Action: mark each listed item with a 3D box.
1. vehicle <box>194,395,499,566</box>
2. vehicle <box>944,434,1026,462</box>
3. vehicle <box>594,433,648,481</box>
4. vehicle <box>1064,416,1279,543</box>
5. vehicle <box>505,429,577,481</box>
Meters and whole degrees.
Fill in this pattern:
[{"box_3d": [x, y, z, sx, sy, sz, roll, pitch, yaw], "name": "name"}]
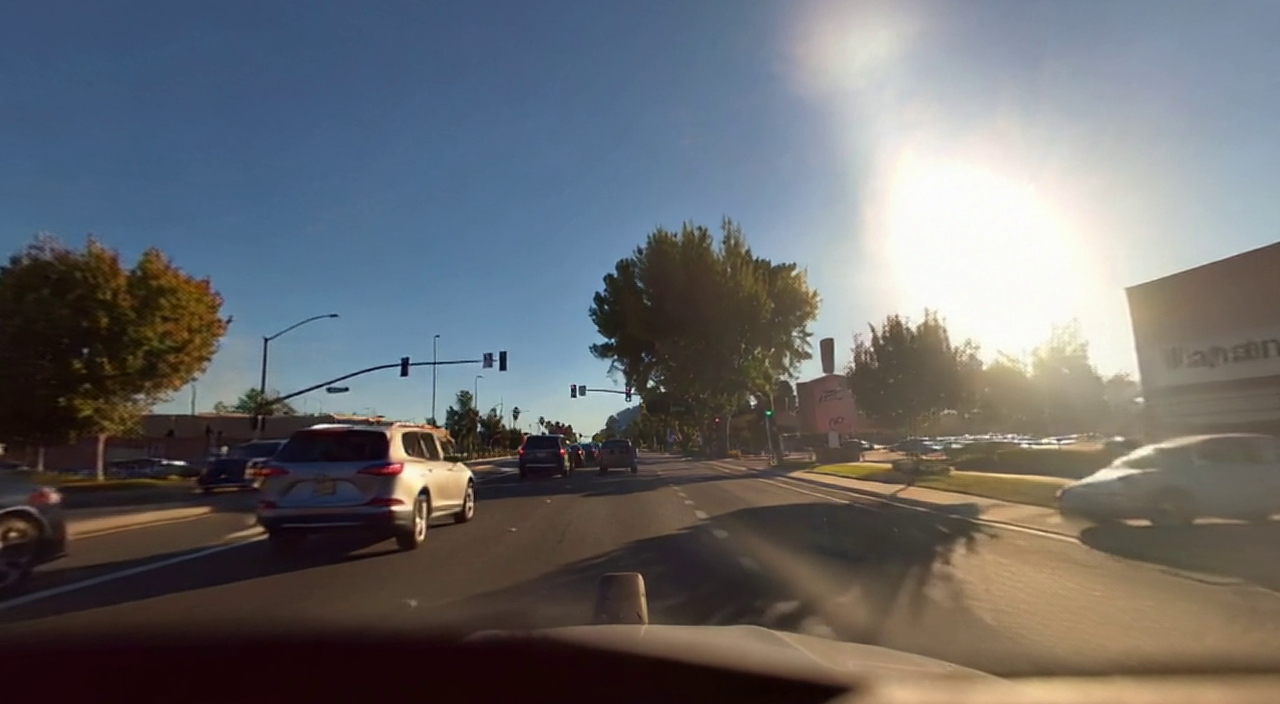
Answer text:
[{"box_3d": [-3.803, 1.791, 9.522, 2.159, 1.877, 4.925, 0, -8, 1], "name": "vehicle"}, {"box_3d": [26.662, 7.424, 48.956, 5.039, 1.877, 2.076, -3, -8, -1], "name": "vehicle"}, {"box_3d": [-0.773, 4.325, 26.303, 2.061, 1.809, 4.141, 0, -8, -1], "name": "vehicle"}, {"box_3d": [9.807, 1.953, 10.161, 4.734, 1.726, 2.039, 1, -9, -10], "name": "vehicle"}, {"box_3d": [-4.112, 4.408, 27.409, 2.252, 1.999, 5.605, 0, -8, 0], "name": "vehicle"}]
